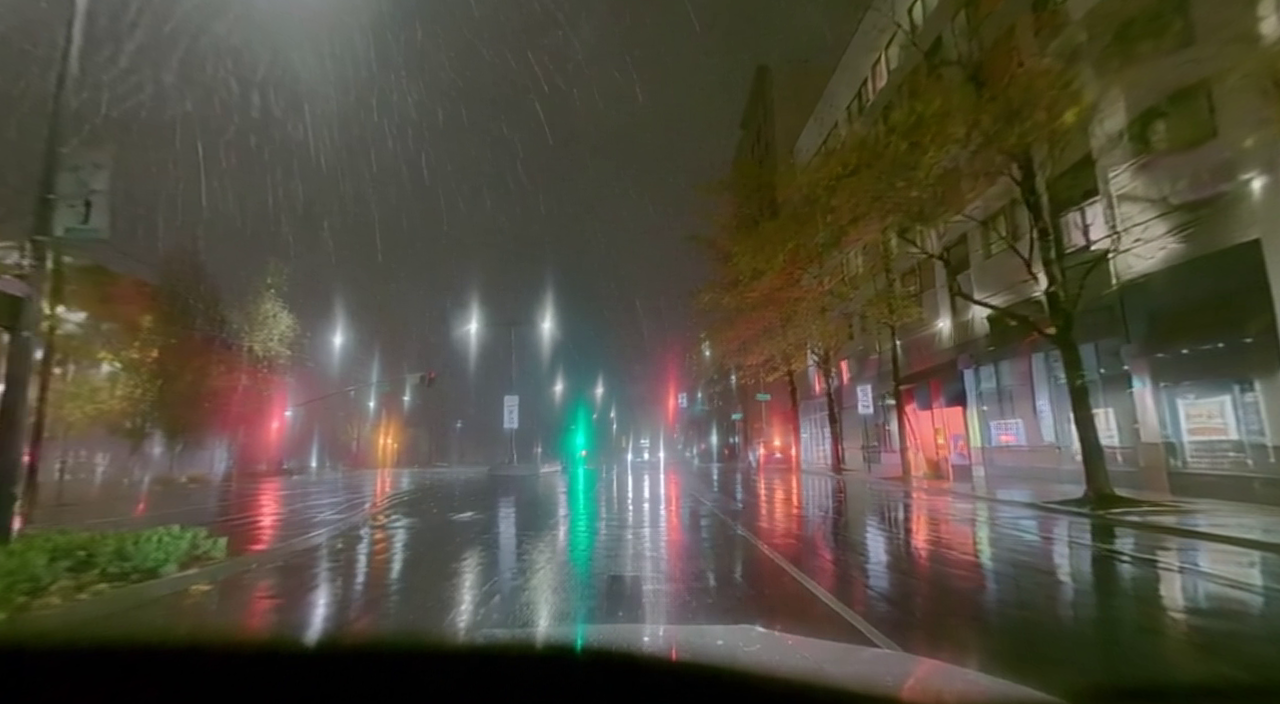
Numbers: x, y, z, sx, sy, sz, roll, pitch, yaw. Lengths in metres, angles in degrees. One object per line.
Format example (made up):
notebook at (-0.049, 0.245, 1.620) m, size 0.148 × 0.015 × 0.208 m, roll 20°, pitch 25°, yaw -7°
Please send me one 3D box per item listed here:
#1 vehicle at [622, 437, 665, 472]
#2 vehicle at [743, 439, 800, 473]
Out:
vehicle at (0.242, 5.622, 34.845) m, size 2.223 × 1.775 × 4.250 m, roll -1°, pitch -8°, yaw 1°
vehicle at (7.383, 5.860, 35.895) m, size 1.987 × 1.772 × 4.749 m, roll 0°, pitch -8°, yaw -3°
